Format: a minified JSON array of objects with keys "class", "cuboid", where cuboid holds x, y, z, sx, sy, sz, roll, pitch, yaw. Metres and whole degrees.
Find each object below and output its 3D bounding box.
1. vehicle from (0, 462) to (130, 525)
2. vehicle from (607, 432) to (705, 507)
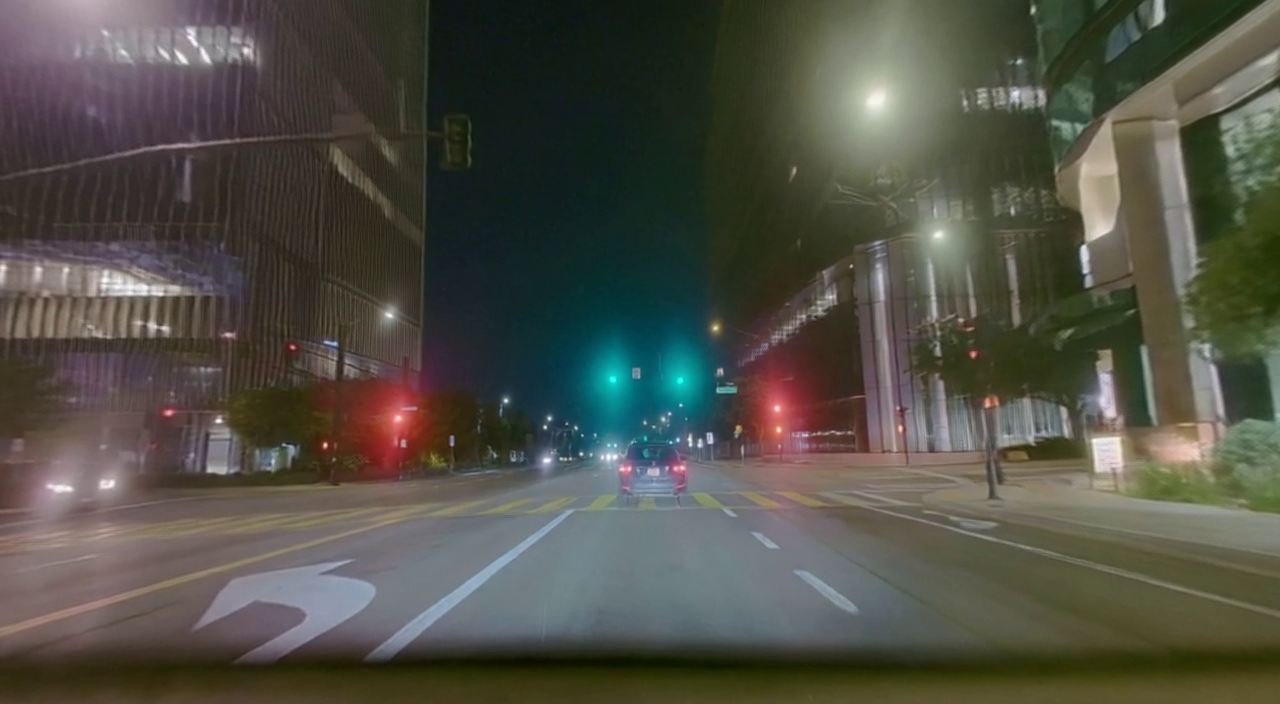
[{"class":"vehicle","cuboid":[-16.820,3.833,17.395,4.494,1.475,1.893,-3,-9,16]},{"class":"vehicle","cuboid":[0.342,2.918,16.122,2.184,1.640,4.086,0,-8,0]}]
